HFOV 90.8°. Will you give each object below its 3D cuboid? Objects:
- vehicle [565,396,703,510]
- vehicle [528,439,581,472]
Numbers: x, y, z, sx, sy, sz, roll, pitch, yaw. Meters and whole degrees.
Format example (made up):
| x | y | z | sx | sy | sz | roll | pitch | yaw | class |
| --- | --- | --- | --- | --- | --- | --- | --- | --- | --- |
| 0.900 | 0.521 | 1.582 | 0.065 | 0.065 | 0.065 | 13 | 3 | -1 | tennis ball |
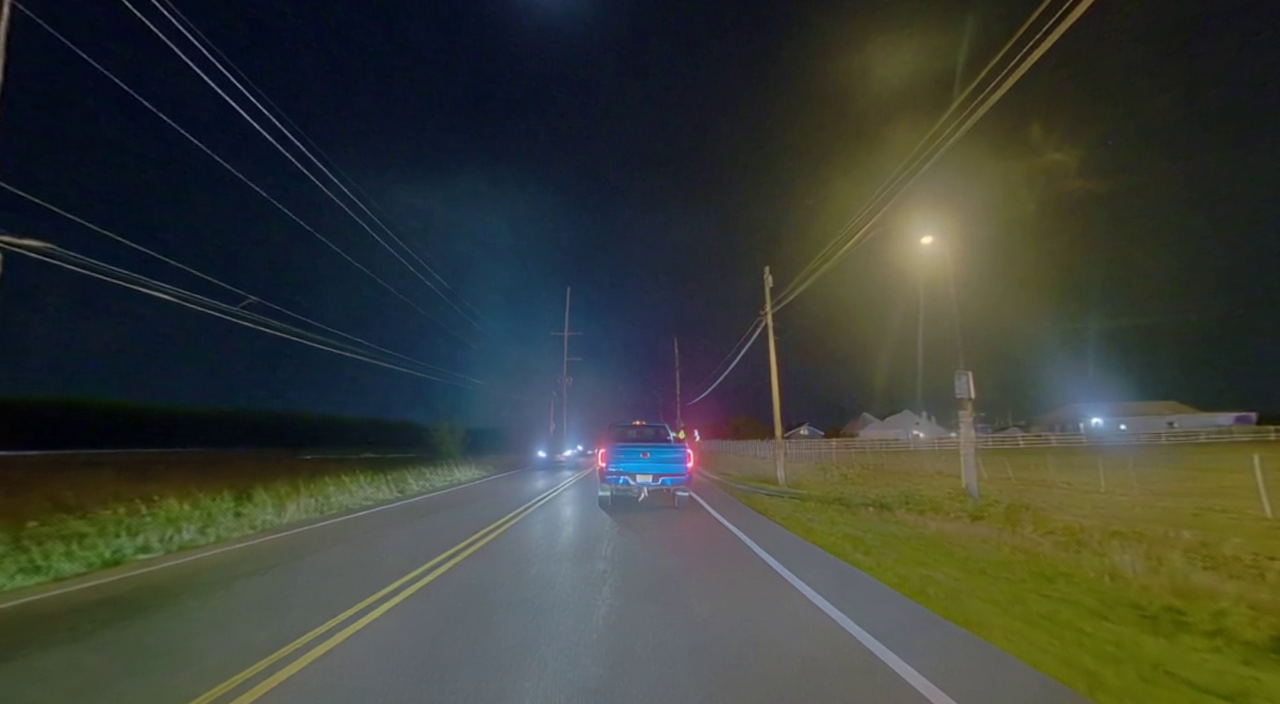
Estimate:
| x | y | z | sx | sy | sz | roll | pitch | yaw | class |
| --- | --- | --- | --- | --- | --- | --- | --- | --- | --- |
| -0.169 | 2.412 | 15.376 | 2.693 | 2.223 | 5.885 | 0 | -8 | -1 | vehicle |
| -4.153 | 5.118 | 31.409 | 1.935 | 1.489 | 4.495 | 0 | -8 | 1 | vehicle |
